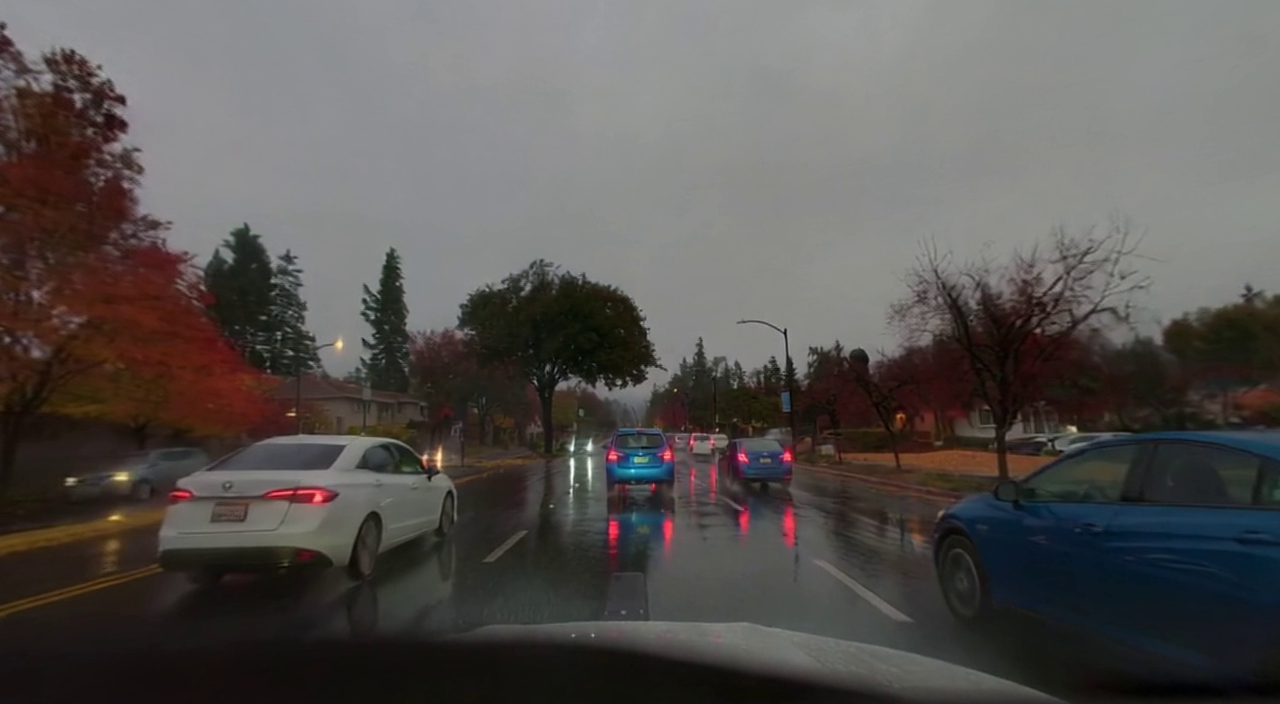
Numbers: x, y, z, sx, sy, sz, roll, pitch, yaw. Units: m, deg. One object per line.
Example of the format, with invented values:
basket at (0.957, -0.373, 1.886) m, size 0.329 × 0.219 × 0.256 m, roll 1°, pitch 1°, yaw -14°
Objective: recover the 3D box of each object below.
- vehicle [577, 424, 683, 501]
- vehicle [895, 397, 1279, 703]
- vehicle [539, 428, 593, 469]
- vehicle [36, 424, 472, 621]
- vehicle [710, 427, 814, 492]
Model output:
vehicle at (-0.236, 2.734, 15.850) m, size 2.293 × 1.662 × 4.262 m, roll 0°, pitch -8°, yaw -1°
vehicle at (3.364, 1.074, 3.400) m, size 2.060 × 1.474 × 4.475 m, roll 0°, pitch -8°, yaw 0°
vehicle at (-3.908, 5.232, 34.101) m, size 2.246 × 2.062 × 5.123 m, roll 0°, pitch -8°, yaw 1°
vehicle at (-3.567, 1.639, 7.120) m, size 1.997 × 1.479 × 4.547 m, roll 0°, pitch -8°, yaw 1°
vehicle at (3.390, 3.096, 18.409) m, size 2.019 × 1.675 × 4.488 m, roll 0°, pitch -8°, yaw -2°
